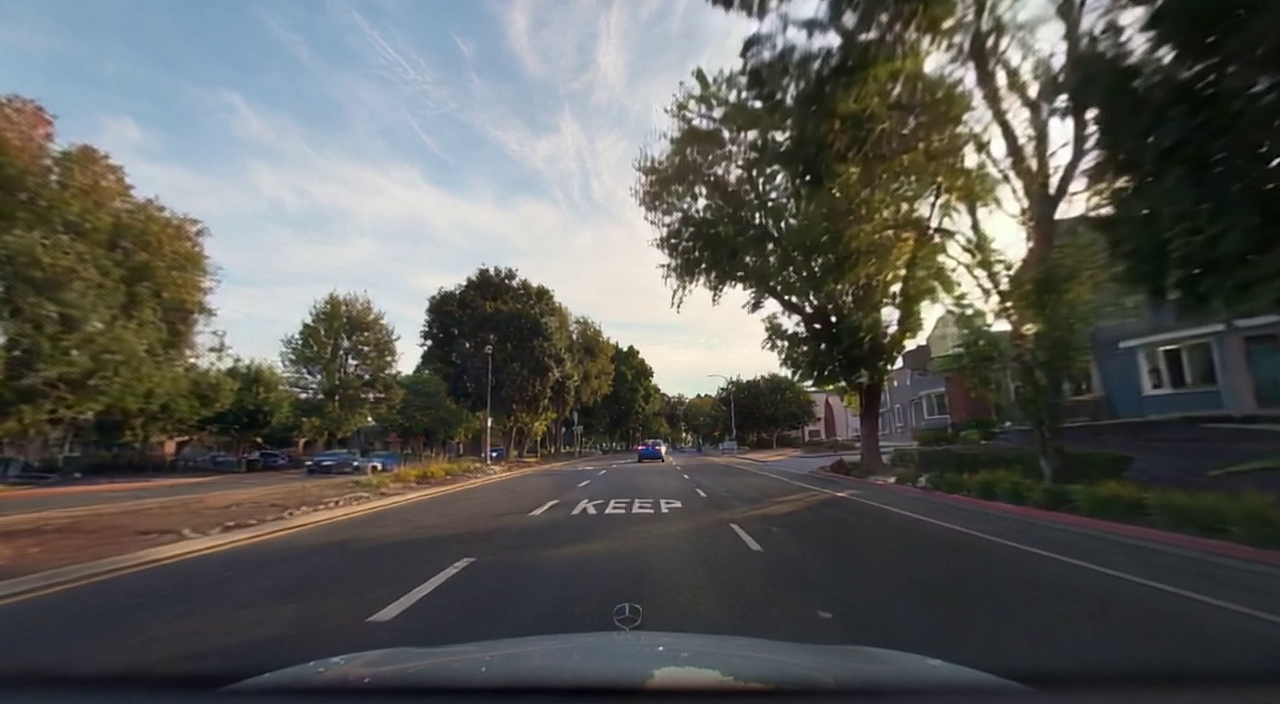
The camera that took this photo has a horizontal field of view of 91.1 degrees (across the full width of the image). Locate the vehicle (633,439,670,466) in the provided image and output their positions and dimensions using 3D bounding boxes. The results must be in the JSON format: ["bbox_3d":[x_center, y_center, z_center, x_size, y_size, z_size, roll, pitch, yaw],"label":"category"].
[{"bbox_3d":[0.703,6.046,37.858,2.144,1.505,4.128,0,-9,2],"label":"vehicle"}]

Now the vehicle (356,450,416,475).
[{"bbox_3d":[-16.266,7.055,40.400,1.824,1.462,4.520,0,-9,2],"label":"vehicle"}]

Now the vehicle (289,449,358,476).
[{"bbox_3d":[-20.409,7.096,40.661,1.936,1.611,4.584,0,-9,2],"label":"vehicle"}]
